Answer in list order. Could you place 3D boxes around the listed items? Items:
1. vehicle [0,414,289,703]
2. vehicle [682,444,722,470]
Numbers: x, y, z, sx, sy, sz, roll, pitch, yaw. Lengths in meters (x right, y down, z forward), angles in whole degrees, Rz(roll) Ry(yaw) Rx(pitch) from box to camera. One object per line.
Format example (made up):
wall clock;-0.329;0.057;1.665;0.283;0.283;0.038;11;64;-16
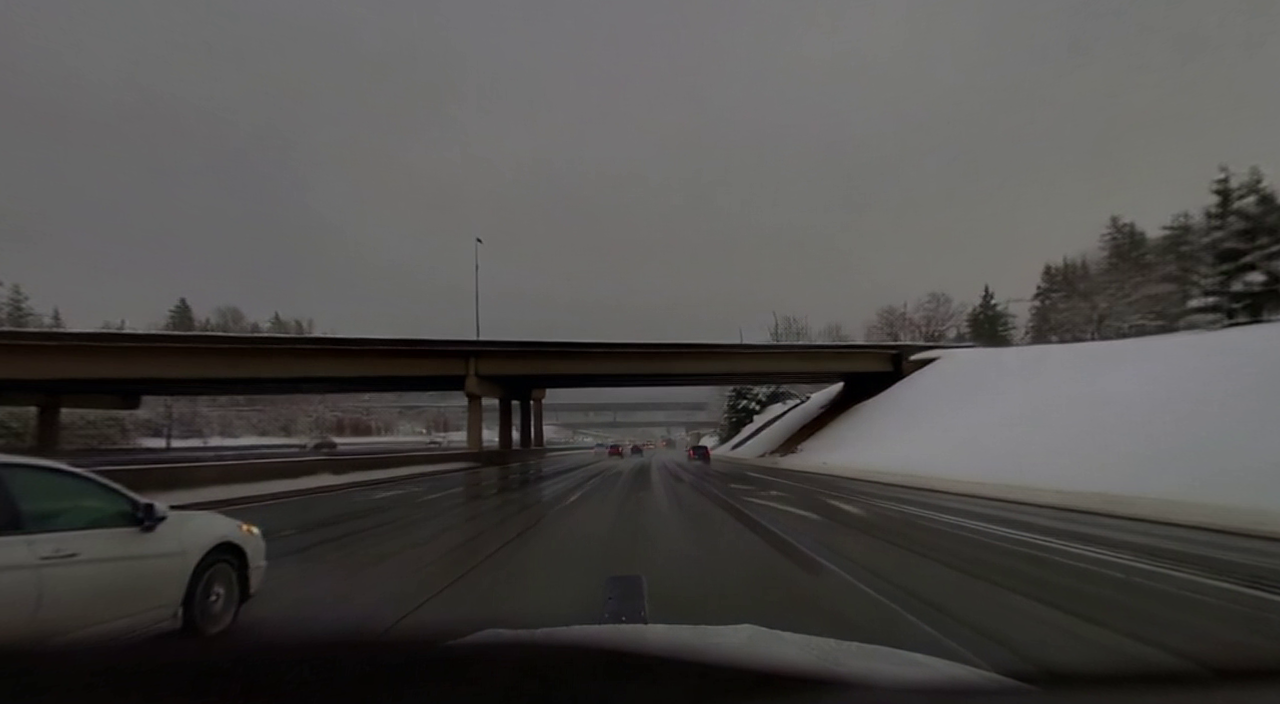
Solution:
vehicle;-3.766;1.012;2.677;1.990;1.477;4.308;0;-8;1
vehicle;3.841;6.597;39.935;2.059;1.509;4.670;0;-8;0
